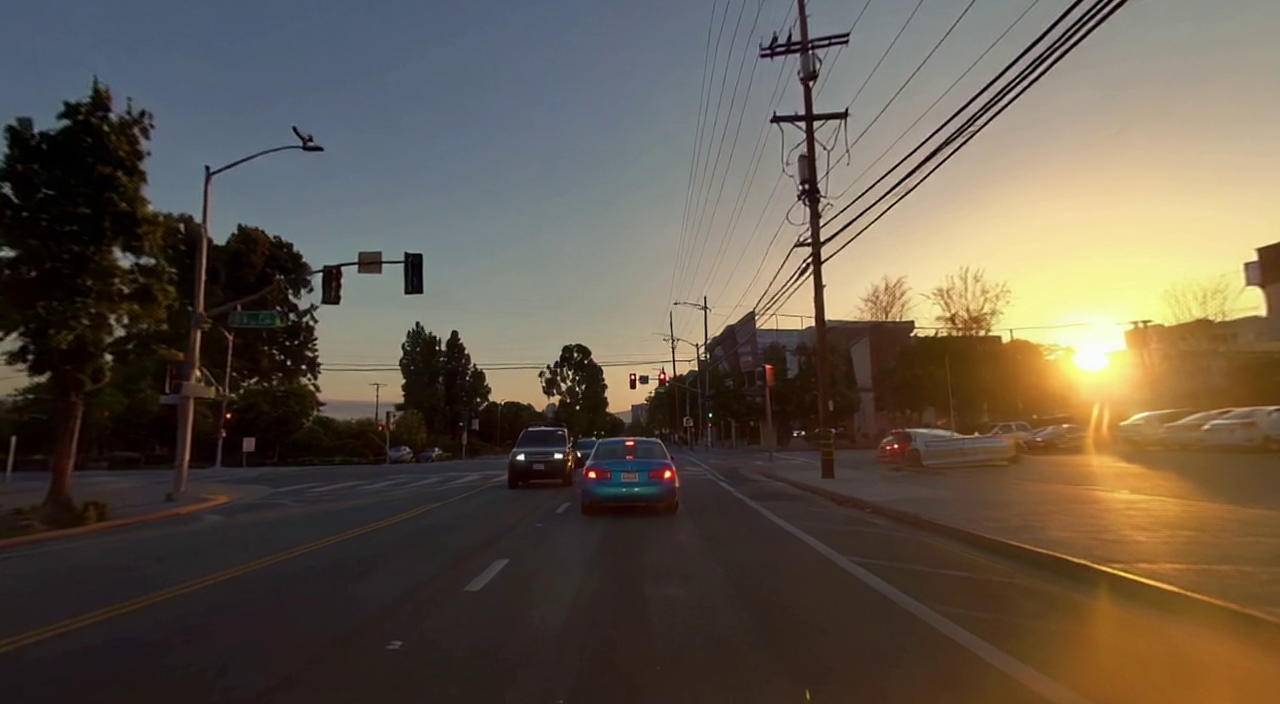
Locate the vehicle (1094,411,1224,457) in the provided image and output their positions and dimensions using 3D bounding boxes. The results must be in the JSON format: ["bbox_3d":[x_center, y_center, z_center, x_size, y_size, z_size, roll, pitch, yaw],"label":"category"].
[{"bbox_3d":[18.652,2.952,22.626,4.446,1.511,1.977,4,-10,-29],"label":"vehicle"}]

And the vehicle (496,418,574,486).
[{"bbox_3d":[-3.148,3.119,19.863,2.106,1.852,4.512,1,-8,-6],"label":"vehicle"}]

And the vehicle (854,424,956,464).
[{"bbox_3d":[10.587,3.732,25.642,1.842,1.471,4.481,1,-8,-6],"label":"vehicle"}]

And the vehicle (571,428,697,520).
[{"bbox_3d":[-0.167,2.325,12.559,2.070,1.481,4.216,0,-8,-2],"label":"vehicle"}]

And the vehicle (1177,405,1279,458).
[{"bbox_3d":[19.542,2.568,20.177,4.129,1.512,2.003,4,-9,-27],"label":"vehicle"}]

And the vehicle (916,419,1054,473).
[{"bbox_3d":[10.467,2.912,19.581,1.888,1.455,4.268,0,-8,1],"label":"vehicle"}]
